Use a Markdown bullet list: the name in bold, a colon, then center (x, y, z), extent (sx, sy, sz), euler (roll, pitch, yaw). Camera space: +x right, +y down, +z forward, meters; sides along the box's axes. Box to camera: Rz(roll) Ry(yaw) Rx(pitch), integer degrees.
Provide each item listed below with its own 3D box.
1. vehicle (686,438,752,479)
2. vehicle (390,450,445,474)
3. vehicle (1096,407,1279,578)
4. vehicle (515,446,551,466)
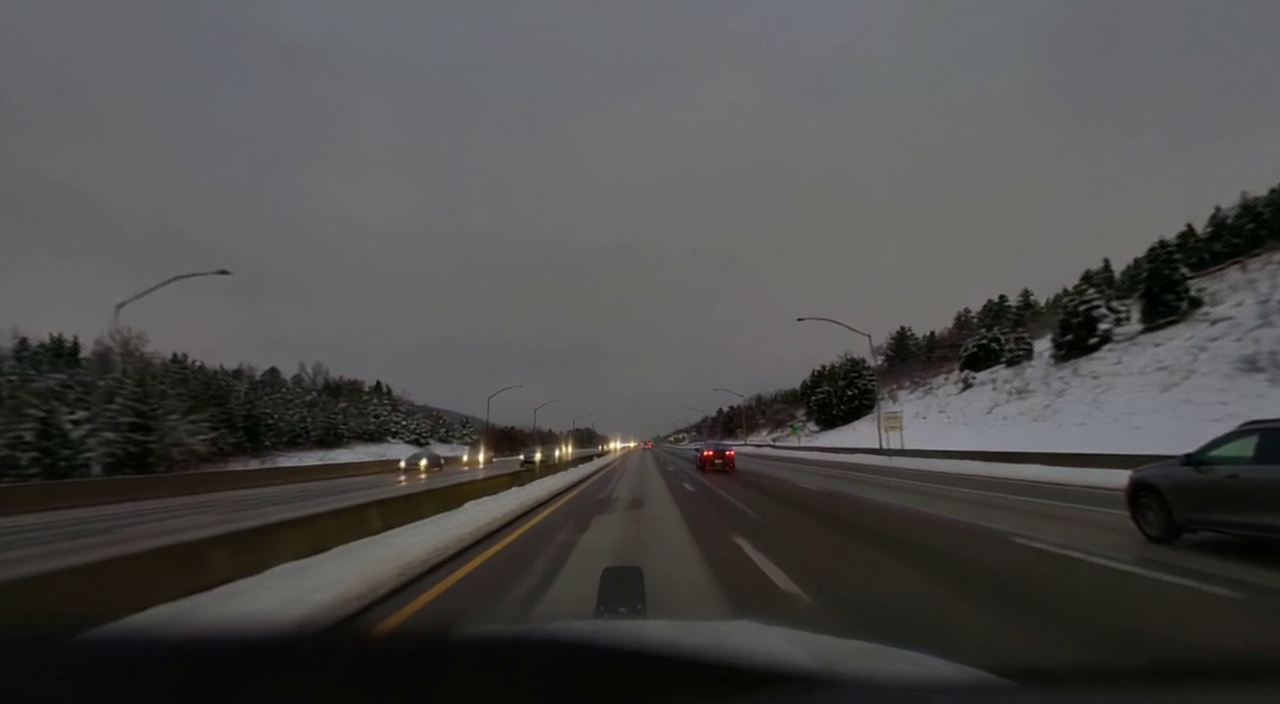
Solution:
- **vehicle**: center (2.972, 4.129, 24.658), extent (2.044, 1.444, 4.216), euler (0, -8, 0)
- **vehicle**: center (-15.545, 7.700, 44.362), extent (2.136, 1.479, 4.748), euler (-1, -8, 1)
- **vehicle**: center (6.779, 1.240, 5.537), extent (1.988, 1.530, 4.777), euler (0, -8, 0)
- **vehicle**: center (-8.295, 8.068, 49.126), extent (1.949, 1.488, 4.526), euler (-1, -8, 1)
